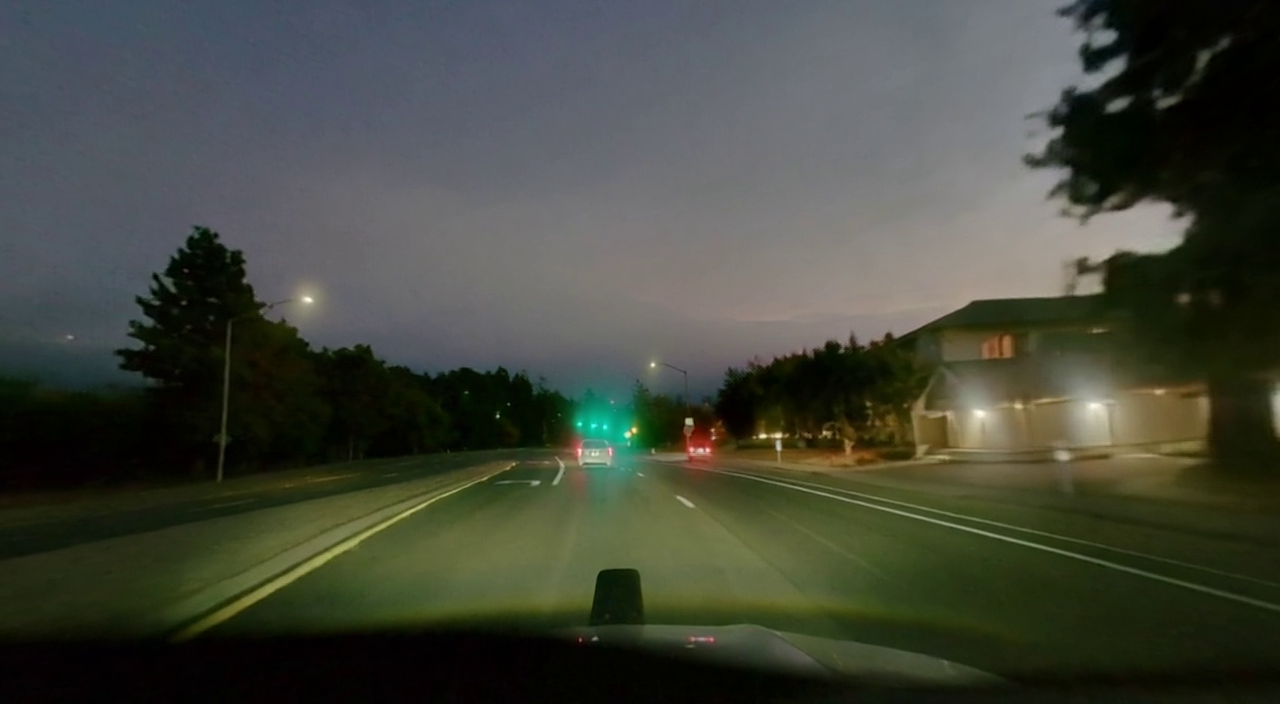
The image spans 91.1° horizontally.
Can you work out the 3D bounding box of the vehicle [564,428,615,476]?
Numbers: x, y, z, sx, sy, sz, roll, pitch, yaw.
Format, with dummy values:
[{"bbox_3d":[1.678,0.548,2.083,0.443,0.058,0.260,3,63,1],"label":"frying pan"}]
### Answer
[{"bbox_3d":[-2.391,4.582,28.892,2.072,2.002,4.391,1,-8,-8],"label":"vehicle"}]
